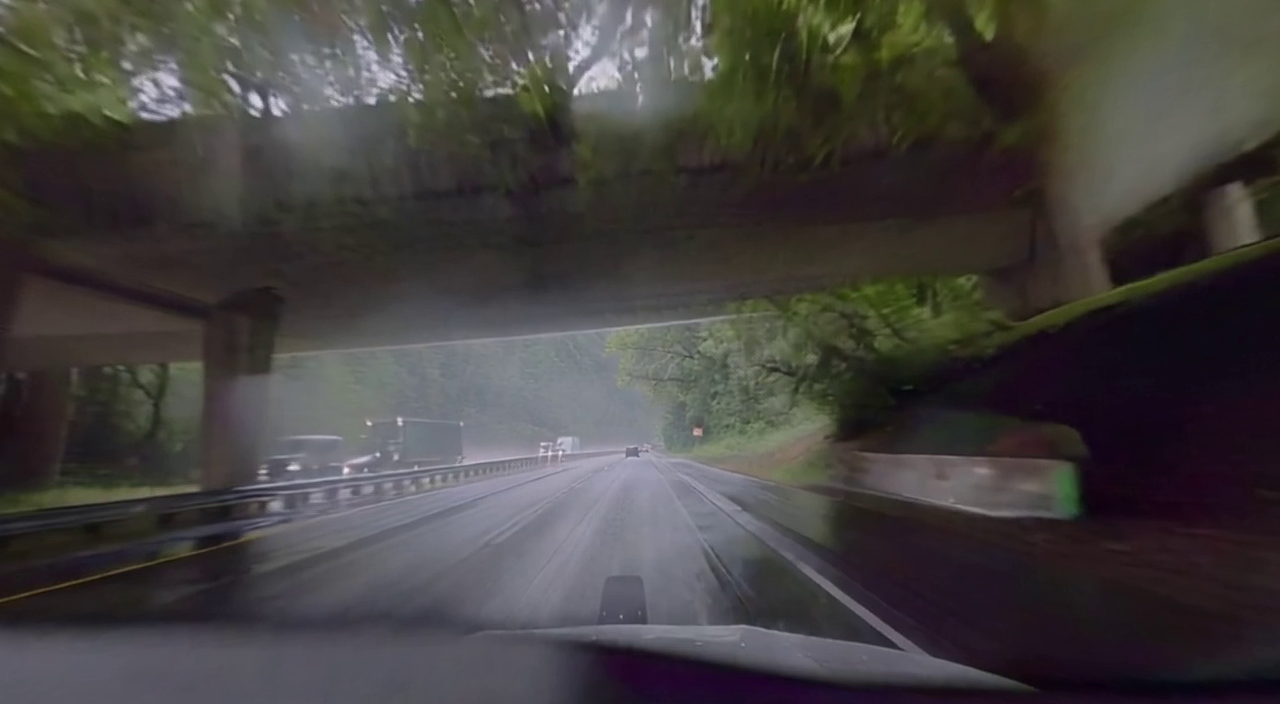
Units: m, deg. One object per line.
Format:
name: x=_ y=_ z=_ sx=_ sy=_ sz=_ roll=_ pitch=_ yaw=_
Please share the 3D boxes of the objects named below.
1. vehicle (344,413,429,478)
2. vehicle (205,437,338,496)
vehicle: x=-16.710 y=6.245 z=42.174 sx=3.154 sy=3.952 sz=6.140 roll=0 pitch=-9 yaw=-2
vehicle: x=-13.720 y=4.285 z=23.903 sx=2.254 sy=1.979 sz=4.563 roll=0 pitch=-9 yaw=0
